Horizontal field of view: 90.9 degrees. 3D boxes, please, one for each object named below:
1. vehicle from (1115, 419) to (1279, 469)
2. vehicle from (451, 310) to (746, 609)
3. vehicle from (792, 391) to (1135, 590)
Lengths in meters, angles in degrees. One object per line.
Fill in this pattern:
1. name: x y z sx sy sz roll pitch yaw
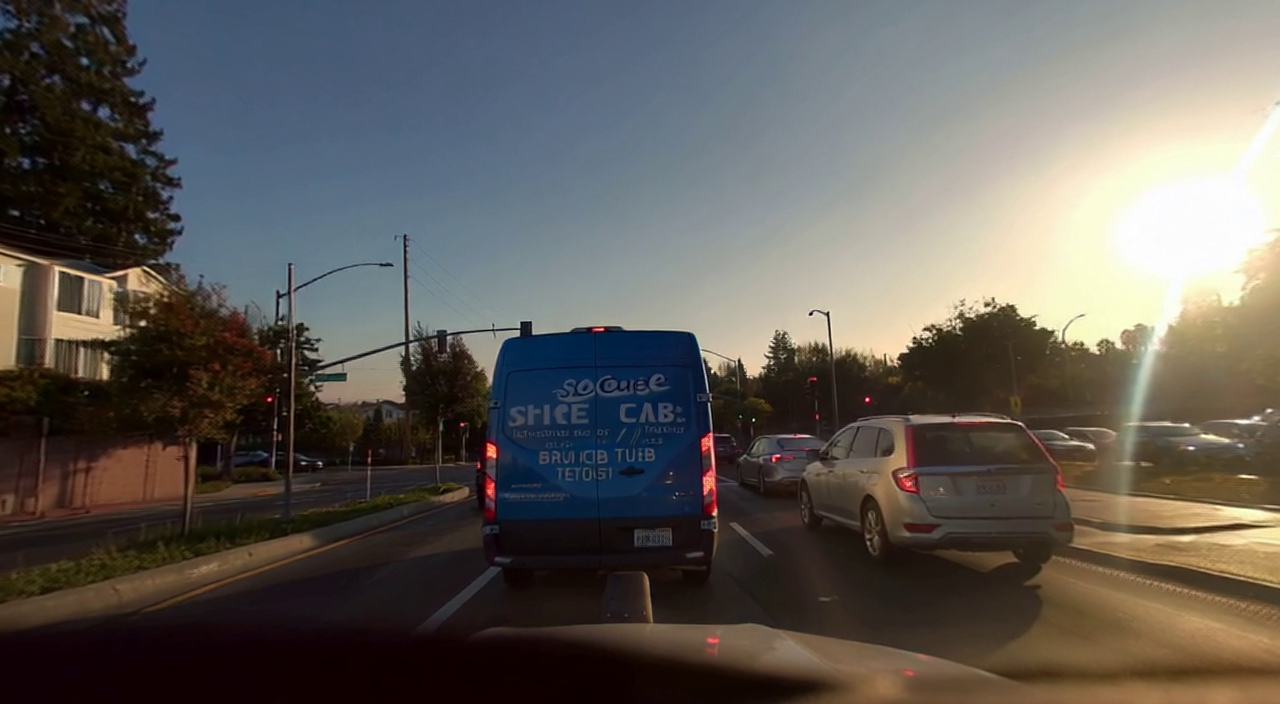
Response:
1. vehicle: 17.186 2.831 19.449 3.491 1.443 1.837 0 -8 0
2. vehicle: -0.313 1.239 7.807 2.422 2.488 4.992 0 -8 1
3. vehicle: 3.420 1.555 7.854 1.965 1.771 4.295 0 -8 0
